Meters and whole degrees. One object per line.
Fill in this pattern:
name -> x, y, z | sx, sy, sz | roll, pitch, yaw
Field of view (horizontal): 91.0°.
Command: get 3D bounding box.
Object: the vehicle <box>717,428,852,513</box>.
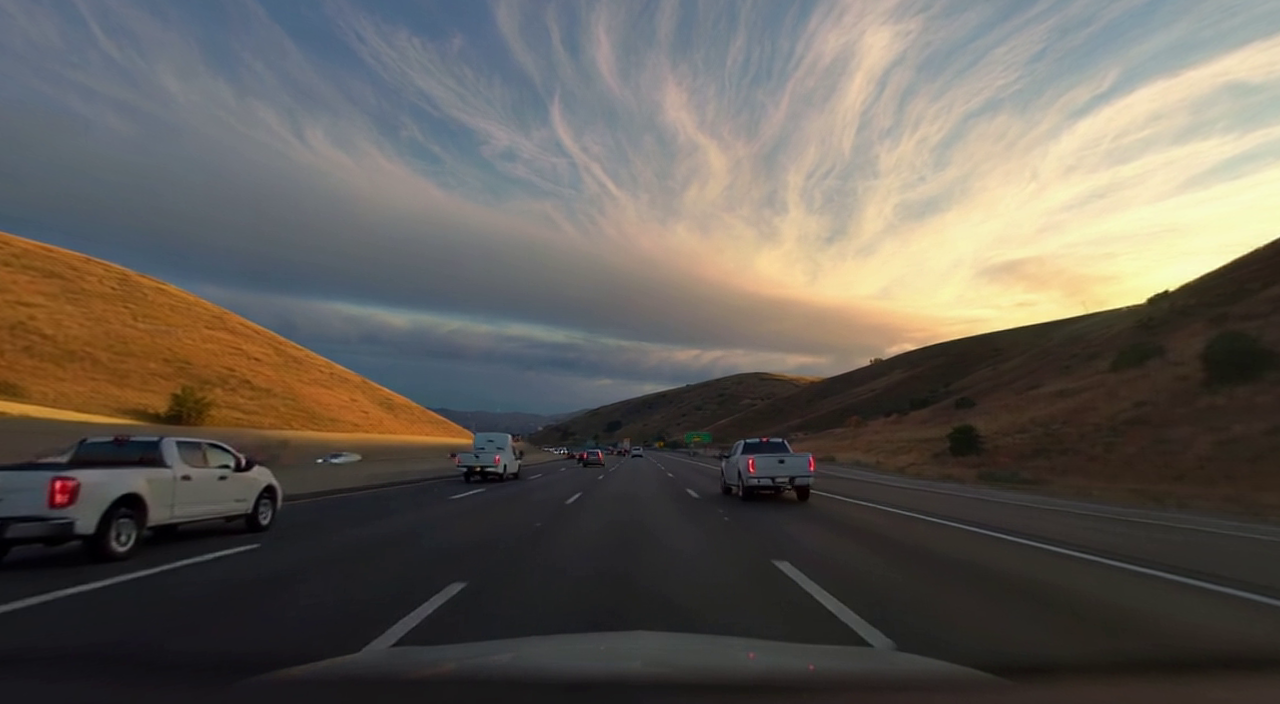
vehicle -> 3.378, 2.898, 15.835 | 2.231, 1.789, 4.700 | 0, -9, 0

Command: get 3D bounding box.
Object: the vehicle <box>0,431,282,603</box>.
vehicle -> -6.830, 1.833, 7.808 | 1.935, 1.550, 4.883 | 0, -9, -1

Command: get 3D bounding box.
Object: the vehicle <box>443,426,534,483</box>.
vehicle -> -7.363, 5.141, 31.753 | 2.937, 2.509, 7.090 | 0, -9, -1

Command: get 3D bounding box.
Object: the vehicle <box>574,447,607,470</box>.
vehicle -> -3.486, 7.584, 44.999 | 2.009, 1.593, 4.378 | 0, -9, -1
